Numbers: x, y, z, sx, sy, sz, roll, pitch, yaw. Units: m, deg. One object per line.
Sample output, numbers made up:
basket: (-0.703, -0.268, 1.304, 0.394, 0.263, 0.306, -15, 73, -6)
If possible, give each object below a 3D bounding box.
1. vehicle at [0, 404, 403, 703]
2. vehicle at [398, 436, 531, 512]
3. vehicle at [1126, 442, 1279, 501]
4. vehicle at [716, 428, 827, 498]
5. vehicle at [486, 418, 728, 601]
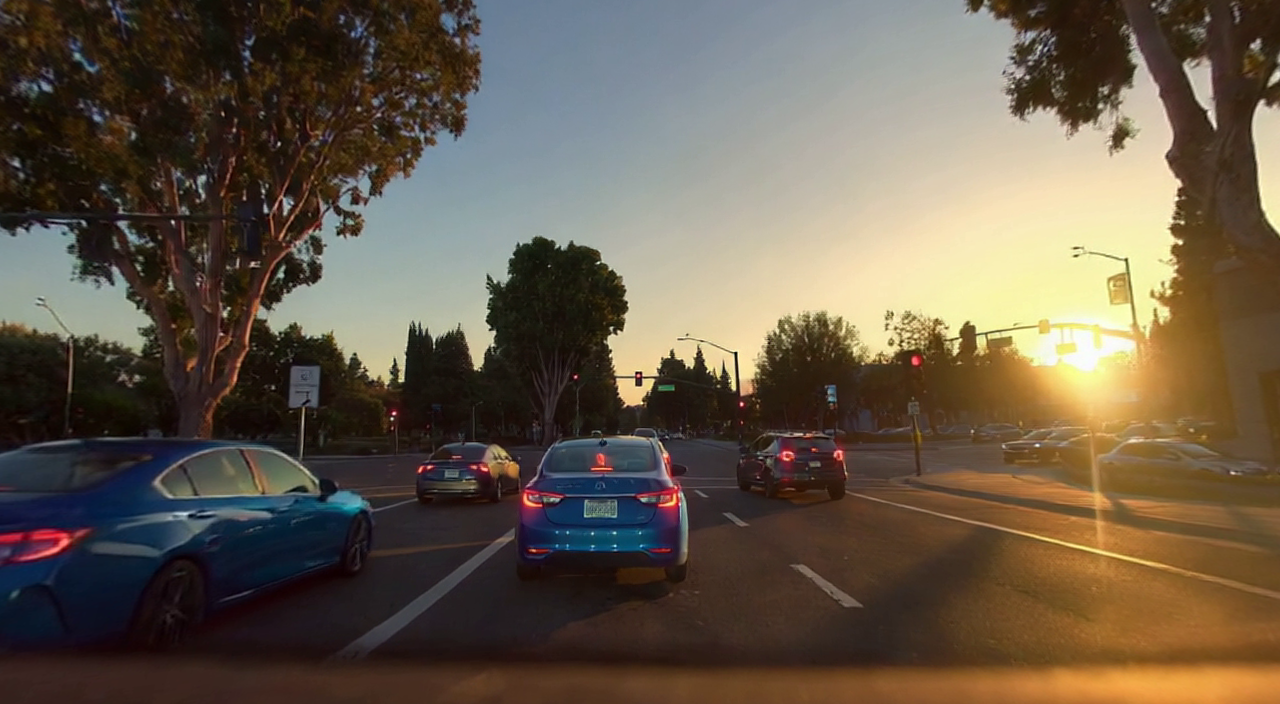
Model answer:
vehicle: (-3.779, 1.307, 5.098, 2.074, 1.485, 4.395, 0, -8, -1)
vehicle: (-3.767, 2.670, 14.300, 1.998, 1.452, 3.773, 0, -8, -1)
vehicle: (15.236, 3.028, 16.263, 3.951, 1.418, 1.842, 0, -8, -3)
vehicle: (3.448, 3.007, 17.510, 2.028, 1.678, 4.220, 0, -8, -2)
vehicle: (-0.344, 1.643, 7.513, 2.045, 1.533, 4.183, 0, -8, -2)
